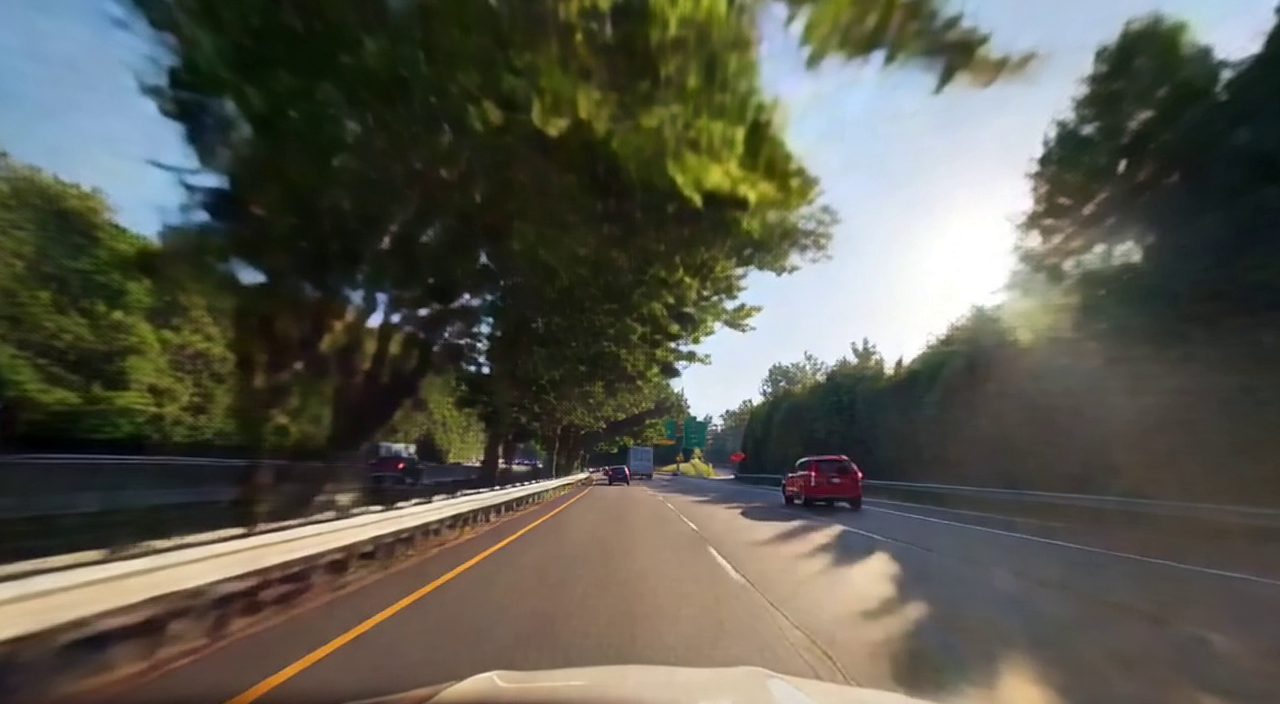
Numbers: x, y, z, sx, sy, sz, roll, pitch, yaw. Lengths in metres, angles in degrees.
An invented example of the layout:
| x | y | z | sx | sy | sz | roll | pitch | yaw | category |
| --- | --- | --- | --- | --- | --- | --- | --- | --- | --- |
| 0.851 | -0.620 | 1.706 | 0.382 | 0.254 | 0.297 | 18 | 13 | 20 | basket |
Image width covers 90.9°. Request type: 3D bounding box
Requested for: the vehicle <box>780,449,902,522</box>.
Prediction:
| x | y | z | sx | sy | sz | roll | pitch | yaw | category |
| --- | --- | --- | --- | --- | --- | --- | --- | --- | --- |
| 5.654 | 3.845 | 18.482 | 1.998 | 1.776 | 4.663 | 2 | -10 | -1 | vehicle |

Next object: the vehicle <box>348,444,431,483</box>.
| x | y | z | sx | sy | sz | roll | pitch | yaw | category |
| --- | --- | --- | --- | --- | --- | --- | --- | --- | --- |
| -11.704 | 5.295 | 29.848 | 1.952 | 1.618 | 4.859 | 2 | -10 | -1 | vehicle |

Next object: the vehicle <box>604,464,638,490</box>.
| x | y | z | sx | sy | sz | roll | pitch | yaw | category |
| --- | --- | --- | --- | --- | --- | --- | --- | --- | --- |
| -1.194 | 7.654 | 38.802 | 1.987 | 1.467 | 3.903 | 2 | -10 | -2 | vehicle |
